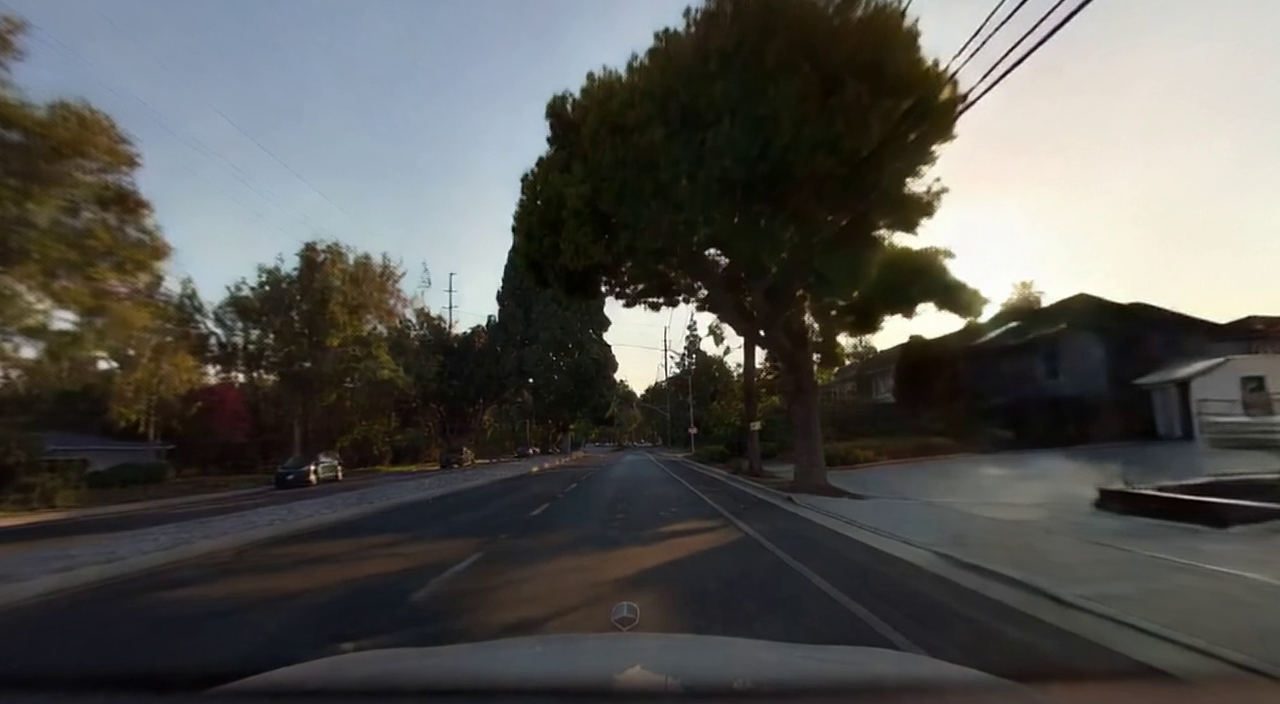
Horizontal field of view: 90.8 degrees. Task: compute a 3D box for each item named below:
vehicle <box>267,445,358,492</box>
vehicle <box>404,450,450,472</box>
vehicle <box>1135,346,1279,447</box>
[{"bbox_3d":[-16.059,5.671,31.324,2.071,1.883,4.915,-6,-8,-3],"label":"vehicle"},{"bbox_3d":[-16.173,8.278,48.178,2.031,1.482,4.476,-3,-9,0],"label":"vehicle"},{"bbox_3d":[23.994,1.907,25.499,2.696,3.581,5.969,-1,-7,-5],"label":"vehicle"}]
